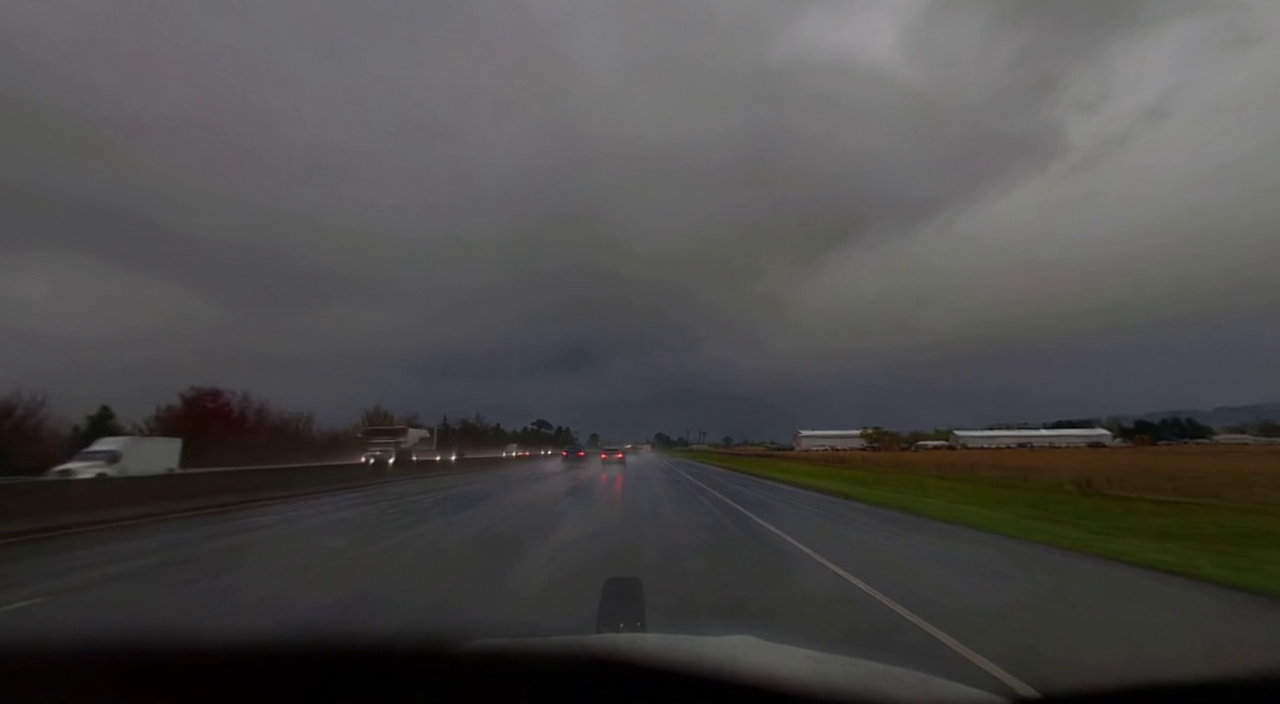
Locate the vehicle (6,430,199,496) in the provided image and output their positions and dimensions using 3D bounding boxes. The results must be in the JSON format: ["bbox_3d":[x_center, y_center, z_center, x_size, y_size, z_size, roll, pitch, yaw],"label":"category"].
[{"bbox_3d":[-18.889,3.931,22.654,2.177,2.067,5.288,0,-9,0],"label":"vehicle"}]

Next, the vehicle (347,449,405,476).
[{"bbox_3d":[-15.484,6.482,37.222,1.790,1.444,3.647,0,-9,1],"label":"vehicle"}]

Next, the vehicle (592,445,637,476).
[{"bbox_3d":[-1.251,5.598,32.853,2.110,1.500,4.259,0,-9,1],"label":"vehicle"}]
